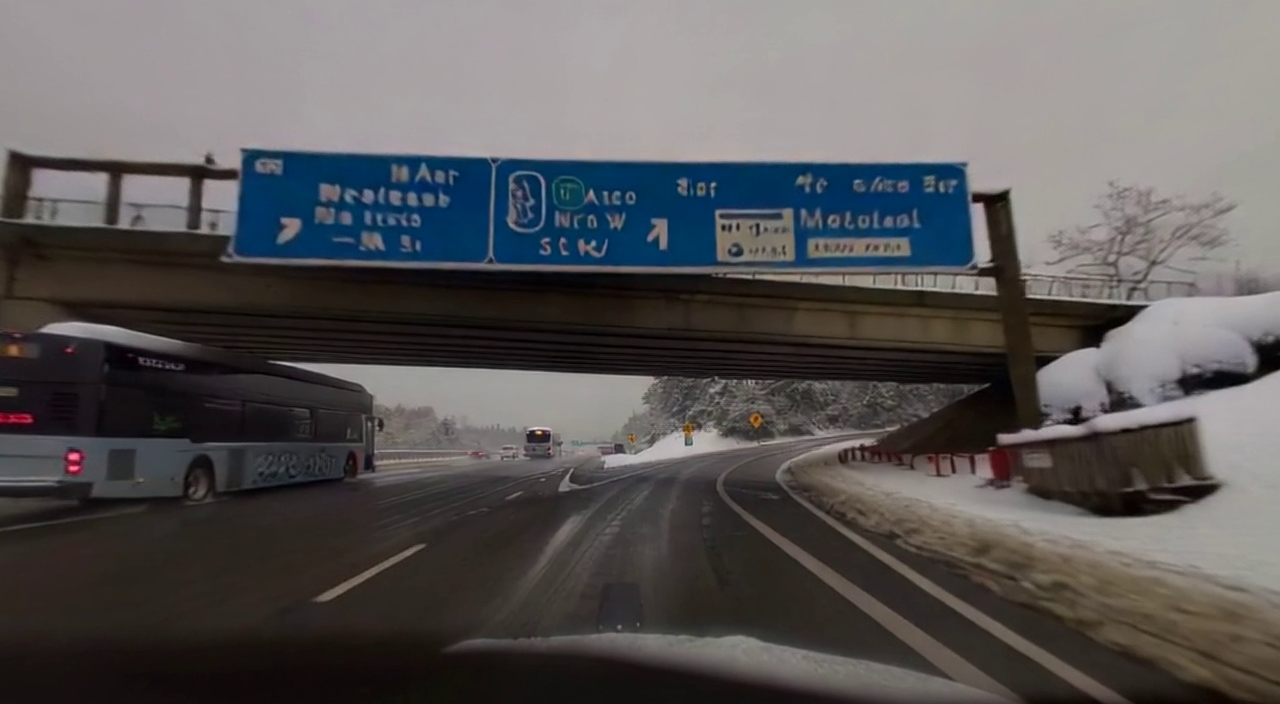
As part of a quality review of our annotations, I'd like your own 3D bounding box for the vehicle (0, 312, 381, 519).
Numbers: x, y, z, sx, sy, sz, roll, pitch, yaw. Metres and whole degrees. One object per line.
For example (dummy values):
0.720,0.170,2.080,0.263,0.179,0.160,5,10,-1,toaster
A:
-11.411,2.068,17.636,2.986,3.574,13.570,0,-9,-2,vehicle
